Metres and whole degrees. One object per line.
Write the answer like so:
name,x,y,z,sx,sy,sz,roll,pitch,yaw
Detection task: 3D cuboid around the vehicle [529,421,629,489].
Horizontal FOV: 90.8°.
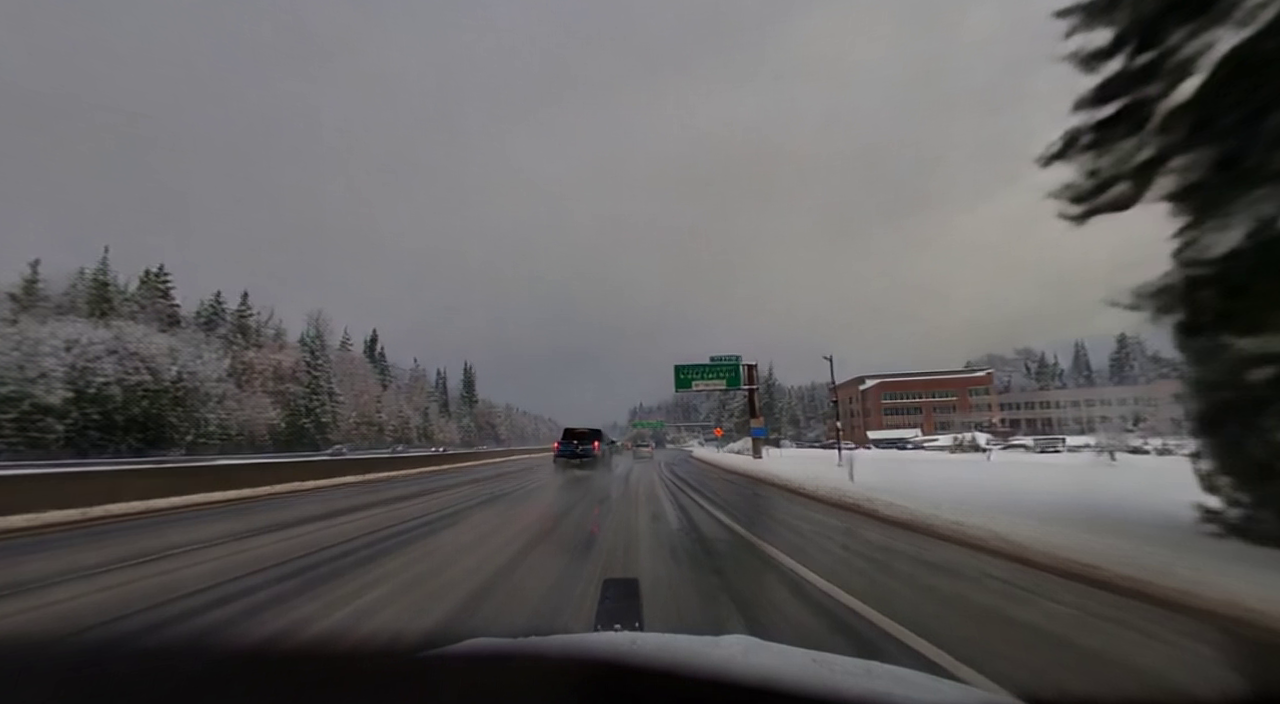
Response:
vehicle,-1.817,3.423,21.179,2.497,1.957,5.432,-1,-9,4

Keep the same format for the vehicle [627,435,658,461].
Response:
vehicle,0.229,7.437,48.921,2.306,1.857,4.657,0,-9,1
